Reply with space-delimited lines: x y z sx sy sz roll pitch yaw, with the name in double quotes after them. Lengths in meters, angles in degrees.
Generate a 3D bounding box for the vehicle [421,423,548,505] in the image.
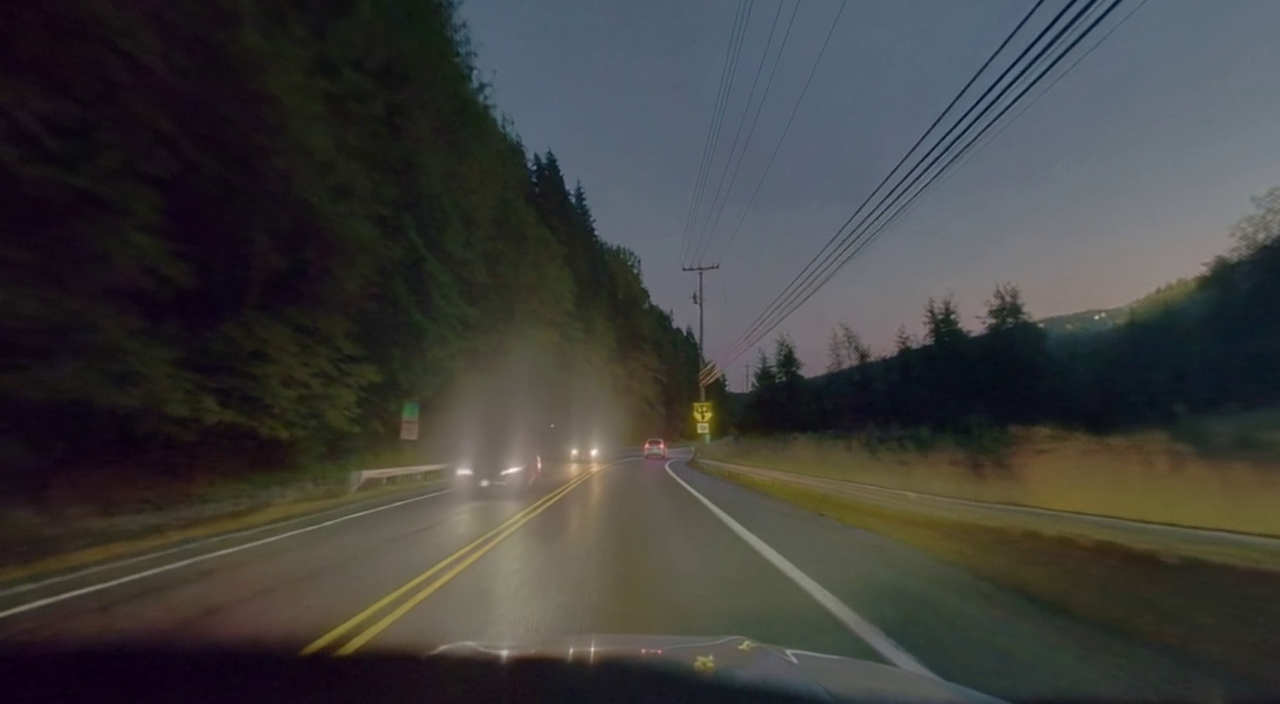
-3.815 2.853 16.514 2.120 1.821 4.650 0 -8 0 "vehicle"

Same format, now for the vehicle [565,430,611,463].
-3.291 6.186 41.197 2.343 1.998 4.973 -1 -8 3 "vehicle"
